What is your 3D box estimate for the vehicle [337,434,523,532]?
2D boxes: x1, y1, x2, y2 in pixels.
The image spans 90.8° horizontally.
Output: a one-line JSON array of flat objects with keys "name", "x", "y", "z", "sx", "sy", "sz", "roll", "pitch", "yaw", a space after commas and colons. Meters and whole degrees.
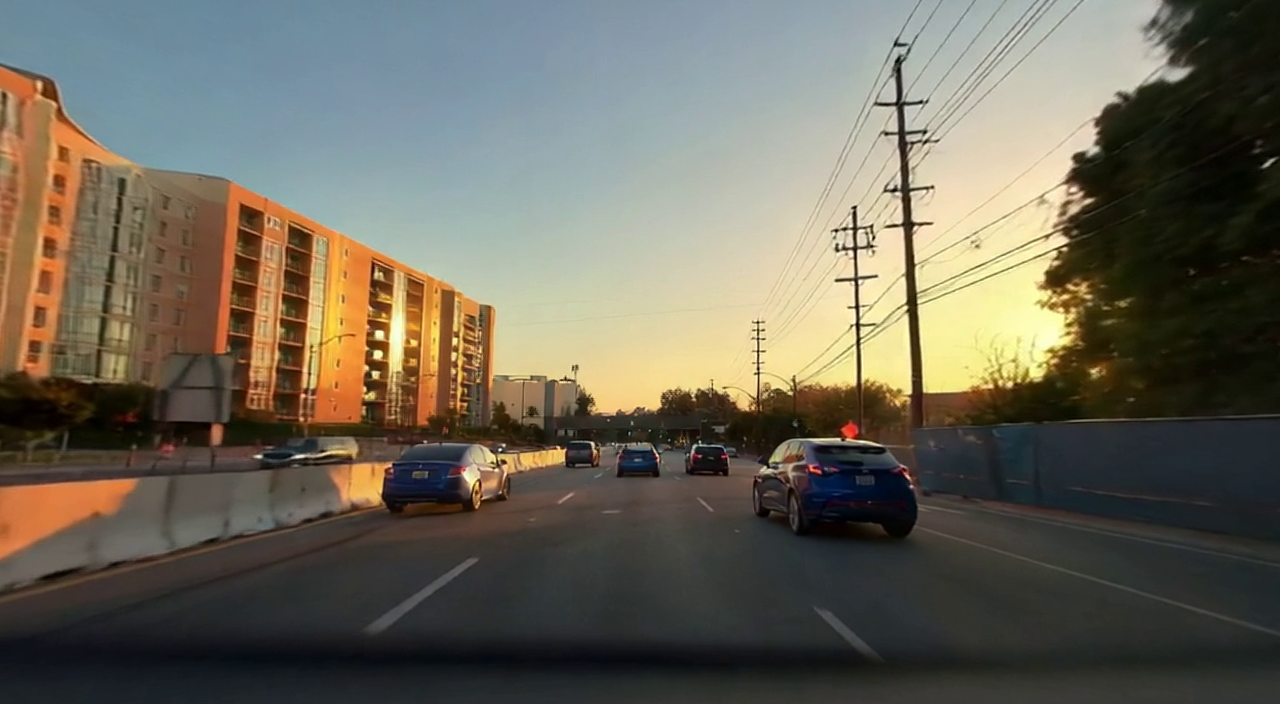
[{"name": "vehicle", "x": -3.592, "y": 2.317, "z": 11.774, "sx": 1.968, "sy": 1.473, "sz": 4.209, "roll": 0, "pitch": -8, "yaw": 1}]

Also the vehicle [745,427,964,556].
[{"name": "vehicle", "x": 3.032, "y": 2.047, "z": 9.984, "sx": 1.975, "sy": 1.598, "sz": 4.025, "roll": 0, "pitch": -8, "yaw": -1}]

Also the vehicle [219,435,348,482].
[{"name": "vehicle", "x": -12.398, "y": 3.725, "z": 22.369, "sx": 1.902, "sy": 1.497, "sz": 4.417, "roll": 0, "pitch": -8, "yaw": 1}]

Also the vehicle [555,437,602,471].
[{"name": "vehicle", "x": -3.523, "y": 5.934, "z": 37.031, "sx": 2.190, "sy": 1.832, "sz": 4.417, "roll": 0, "pitch": -8, "yaw": 1}]

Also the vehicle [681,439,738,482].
[{"name": "vehicle", "x": 3.080, "y": 4.877, "z": 28.745, "sx": 2.029, "sy": 1.797, "sz": 4.218, "roll": 0, "pitch": -8, "yaw": -1}]

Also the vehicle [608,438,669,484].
[{"name": "vehicle", "x": -0.045, "y": 4.417, "z": 25.972, "sx": 2.291, "sy": 1.714, "sz": 4.217, "roll": 0, "pitch": -8, "yaw": 0}]
